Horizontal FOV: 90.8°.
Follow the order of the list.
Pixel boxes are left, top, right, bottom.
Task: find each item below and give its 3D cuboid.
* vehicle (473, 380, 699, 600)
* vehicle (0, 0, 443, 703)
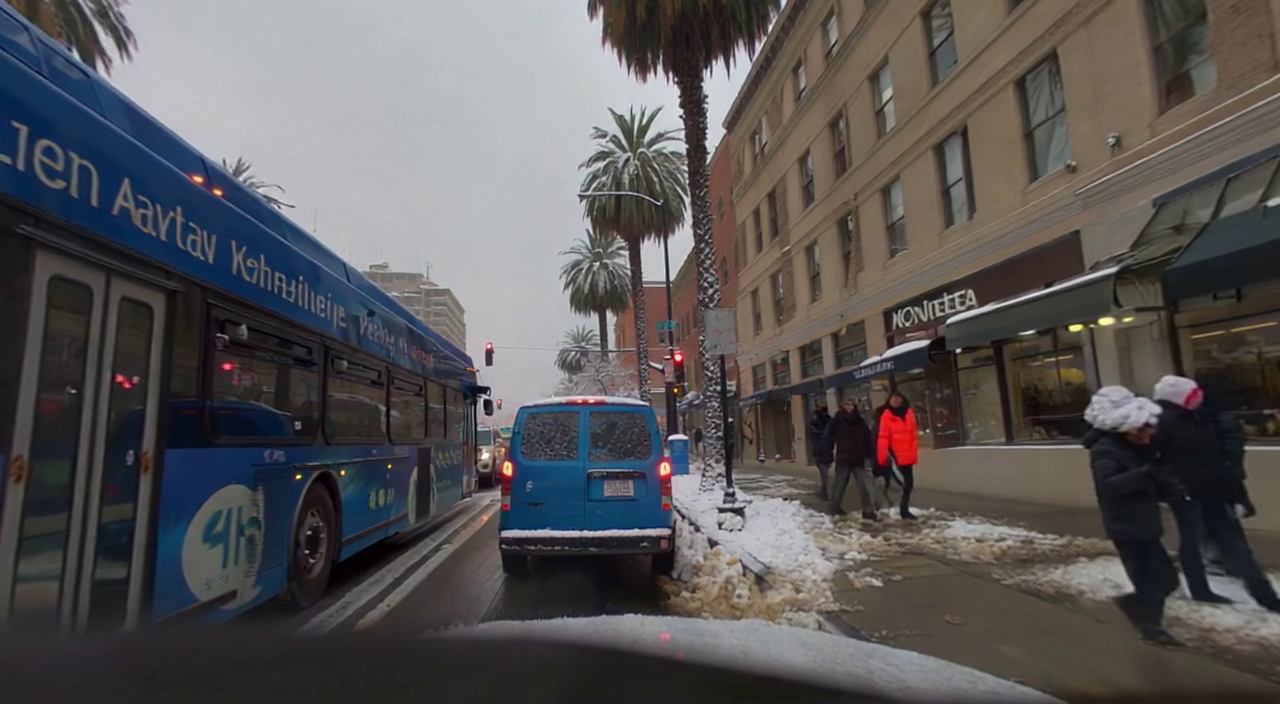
[{"bbox_3d":[-0.793,1.524,7.801,2.002,1.907,4.211,1,-9,-9],"label":"vehicle"},{"bbox_3d":[-3.720,0.132,2.851,2.863,3.233,11.573,1,-8,-5],"label":"vehicle"}]
